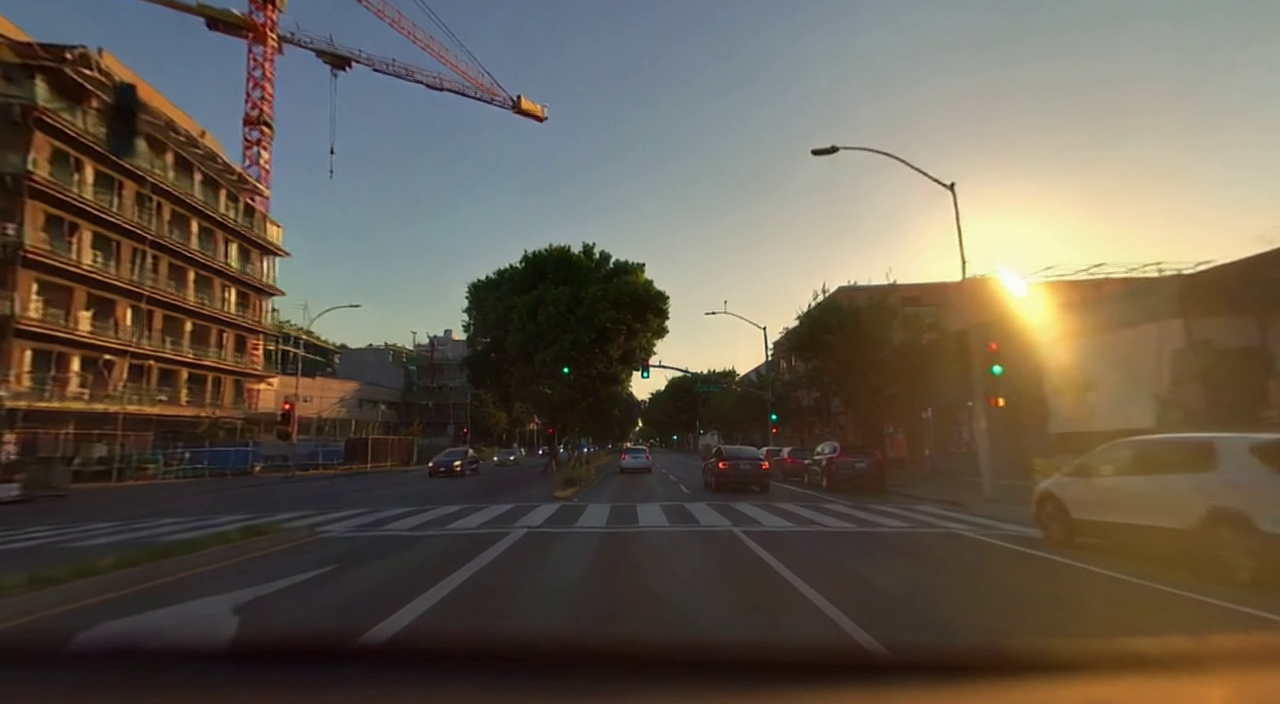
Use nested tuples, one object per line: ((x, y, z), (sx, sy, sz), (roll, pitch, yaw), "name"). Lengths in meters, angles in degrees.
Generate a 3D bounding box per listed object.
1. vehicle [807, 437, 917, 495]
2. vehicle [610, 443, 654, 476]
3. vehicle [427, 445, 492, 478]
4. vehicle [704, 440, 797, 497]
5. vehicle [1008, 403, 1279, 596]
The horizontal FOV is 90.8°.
((7.340, 3.803, 21.466), (2.031, 1.708, 4.567), (0, -9, -1), "vehicle")
((-0.356, 5.147, 30.553), (2.006, 1.487, 3.535), (0, -9, 0), "vehicle")
((-8.750, 5.329, 31.001), (1.902, 1.503, 4.240), (0, -9, 0), "vehicle")
((3.095, 3.351, 18.566), (1.910, 1.474, 4.003), (0, -9, -1), "vehicle")
((7.245, 1.670, 7.759), (2.125, 1.838, 5.555), (0, -9, 0), "vehicle")
